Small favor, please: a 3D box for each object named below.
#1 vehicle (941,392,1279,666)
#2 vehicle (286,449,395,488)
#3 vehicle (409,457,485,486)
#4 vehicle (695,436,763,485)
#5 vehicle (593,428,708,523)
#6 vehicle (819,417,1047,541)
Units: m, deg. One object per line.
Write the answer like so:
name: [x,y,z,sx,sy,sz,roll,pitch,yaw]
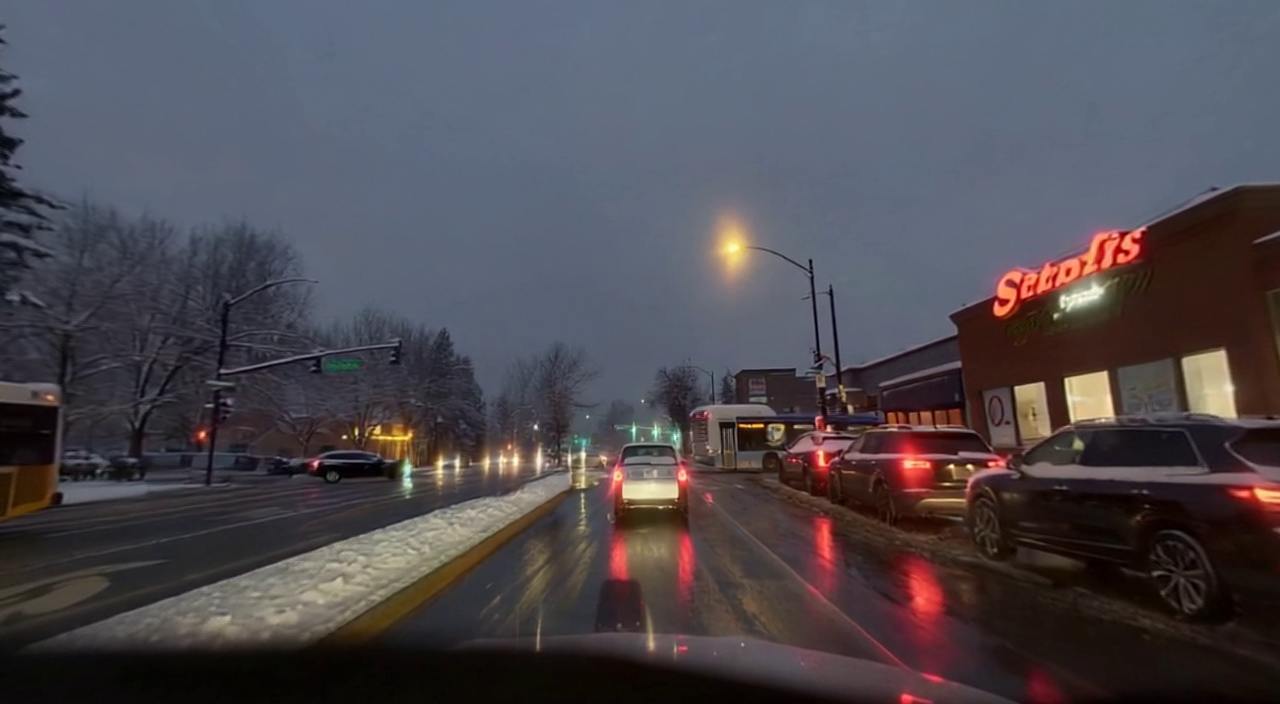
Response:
vehicle: [4.951,1.410,5.948,2.014,1.681,4.332,0,-9,-1]
vehicle: [-15.273,5.879,32.120,5.016,1.792,2.250,-4,-9,26]
vehicle: [-12.226,7.620,40.064,4.242,1.537,1.810,-5,-11,8]
vehicle: [3.313,4.125,24.193,2.222,1.688,3.952,0,-9,3]
vehicle: [0.165,2.600,13.842,2.089,1.699,4.650,0,-9,-1]
vehicle: [4.927,2.198,11.510,2.007,1.786,4.542,0,-9,1]
